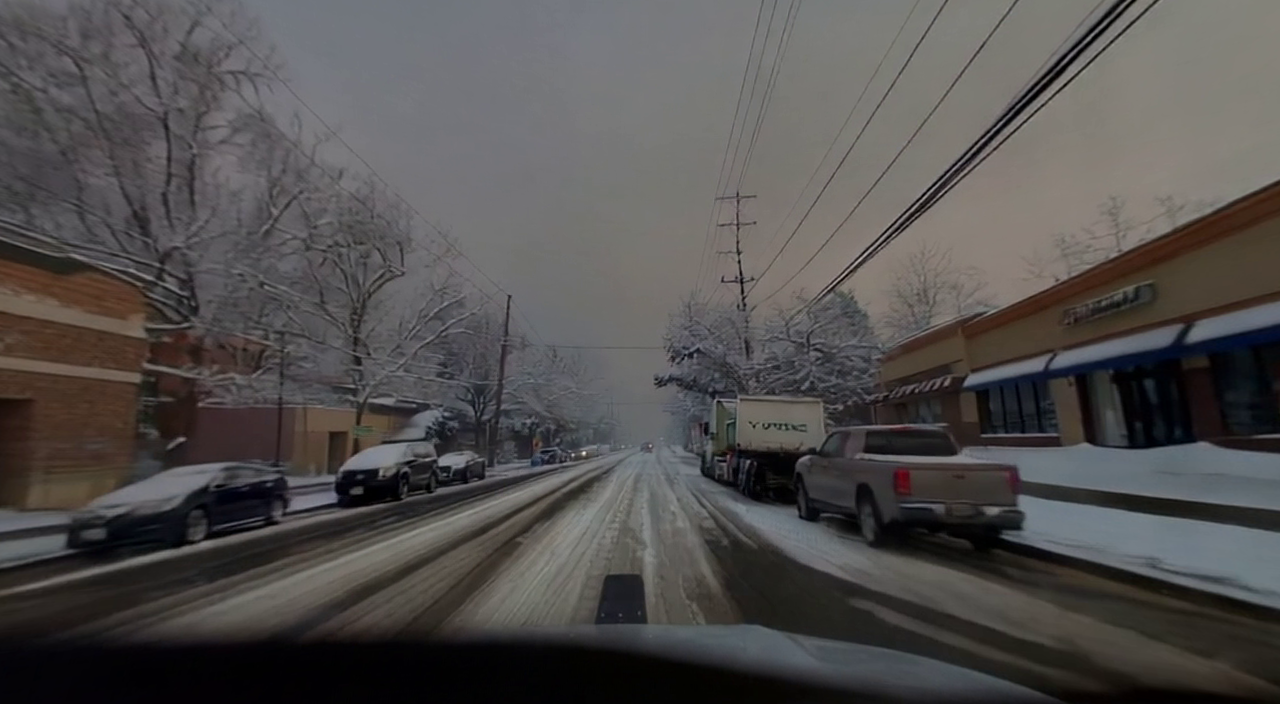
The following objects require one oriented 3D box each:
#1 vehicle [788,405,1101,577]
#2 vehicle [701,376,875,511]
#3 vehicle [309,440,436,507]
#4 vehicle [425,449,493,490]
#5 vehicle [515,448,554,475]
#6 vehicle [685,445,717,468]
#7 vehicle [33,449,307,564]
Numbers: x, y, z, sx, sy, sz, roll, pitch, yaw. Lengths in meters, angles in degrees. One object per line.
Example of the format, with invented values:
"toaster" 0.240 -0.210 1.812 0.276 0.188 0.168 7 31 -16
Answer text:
"vehicle" 3.778 1.817 9.165 2.097 1.784 4.915 0 -8 0
"vehicle" 4.034 2.735 19.783 3.011 3.127 8.608 -3 -7 -2
"vehicle" -7.686 3.498 18.662 1.882 1.639 4.187 -3 -8 1
"vehicle" -7.556 4.902 26.640 1.678 1.468 3.706 -4 -8 1
"vehicle" -7.131 7.411 42.864 1.787 1.543 4.052 -4 -7 2
"vehicle" 4.377 7.534 45.857 1.990 1.521 4.693 -1 -8 2
"vehicle" -7.830 2.524 11.135 1.704 1.464 4.089 -3 -8 0
